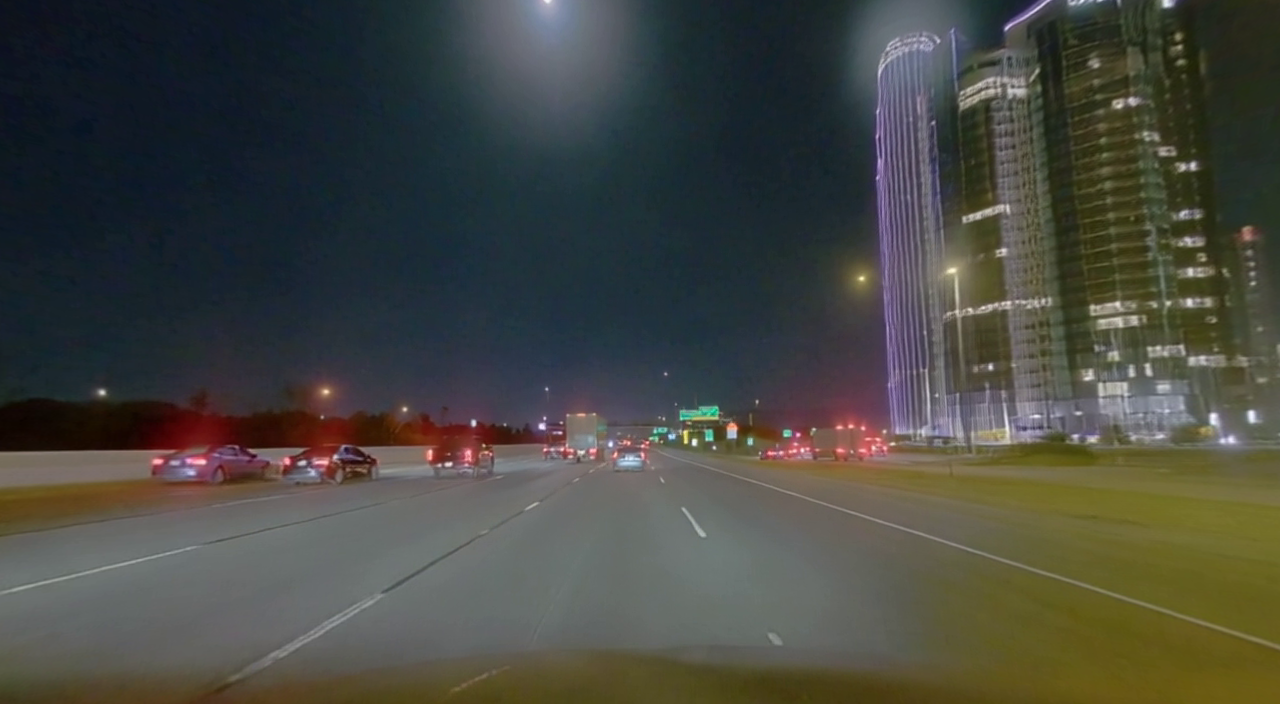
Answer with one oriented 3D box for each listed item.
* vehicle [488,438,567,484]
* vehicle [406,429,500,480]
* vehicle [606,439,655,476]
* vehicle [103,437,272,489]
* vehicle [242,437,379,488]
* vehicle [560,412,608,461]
[{"bbox_3d":[-3.989,3.923,23.049,2.016,1.497,4.235,0,-8,1],"label":"vehicle"},{"bbox_3d":[-7.287,4.063,25.184,2.190,1.821,4.800,0,-8,1],"label":"vehicle"},{"bbox_3d":[-0.397,4.650,27.952,1.991,1.488,3.922,0,-8,0],"label":"vehicle"},{"bbox_3d":[-14.557,3.579,20.692,1.948,1.483,4.814,0,-8,0],"label":"vehicle"},{"bbox_3d":[-10.800,3.643,21.125,1.987,1.495,4.710,0,-8,1],"label":"vehicle"},{"bbox_3d":[-4.080,6.460,47.652,2.955,3.359,8.322,0,-8,-1],"label":"vehicle"}]
